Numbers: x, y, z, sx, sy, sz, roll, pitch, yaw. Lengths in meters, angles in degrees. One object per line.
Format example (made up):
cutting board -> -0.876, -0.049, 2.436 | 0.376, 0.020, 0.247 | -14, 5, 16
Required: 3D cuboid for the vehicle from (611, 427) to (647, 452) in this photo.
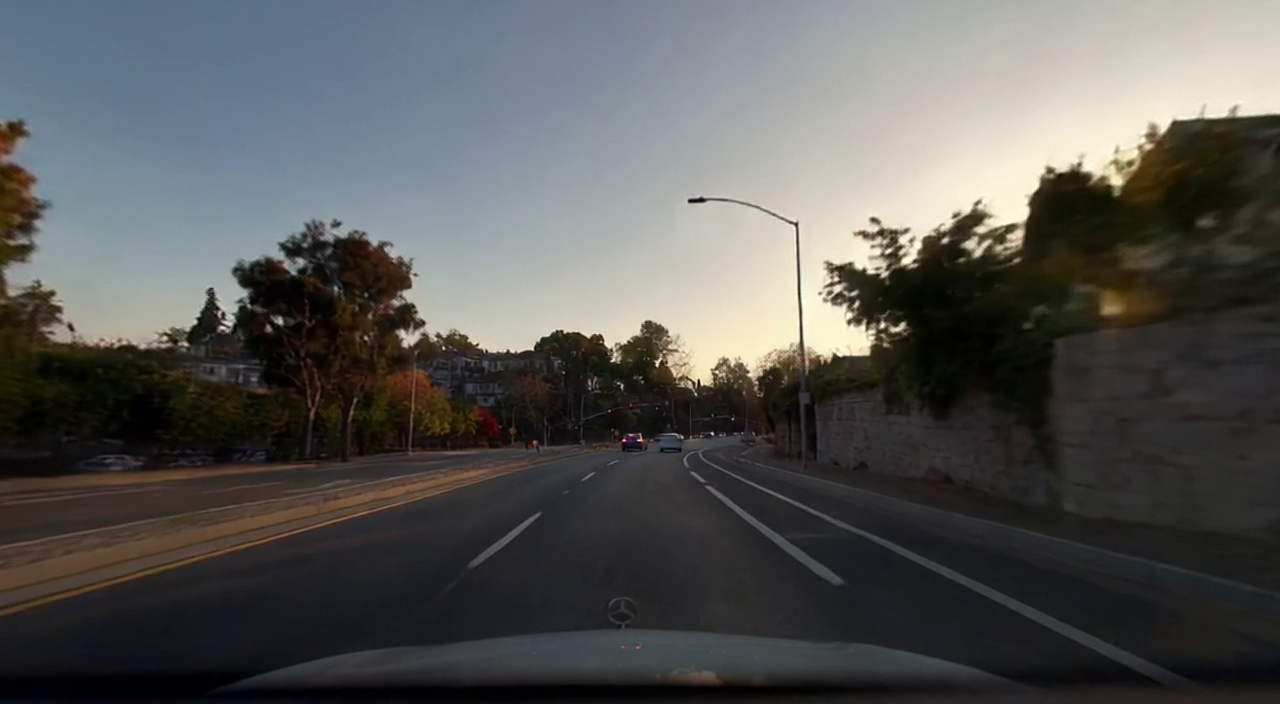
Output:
vehicle -> -0.800, 6.858, 49.141 | 2.152, 1.822, 4.391 | -1, -8, 9
